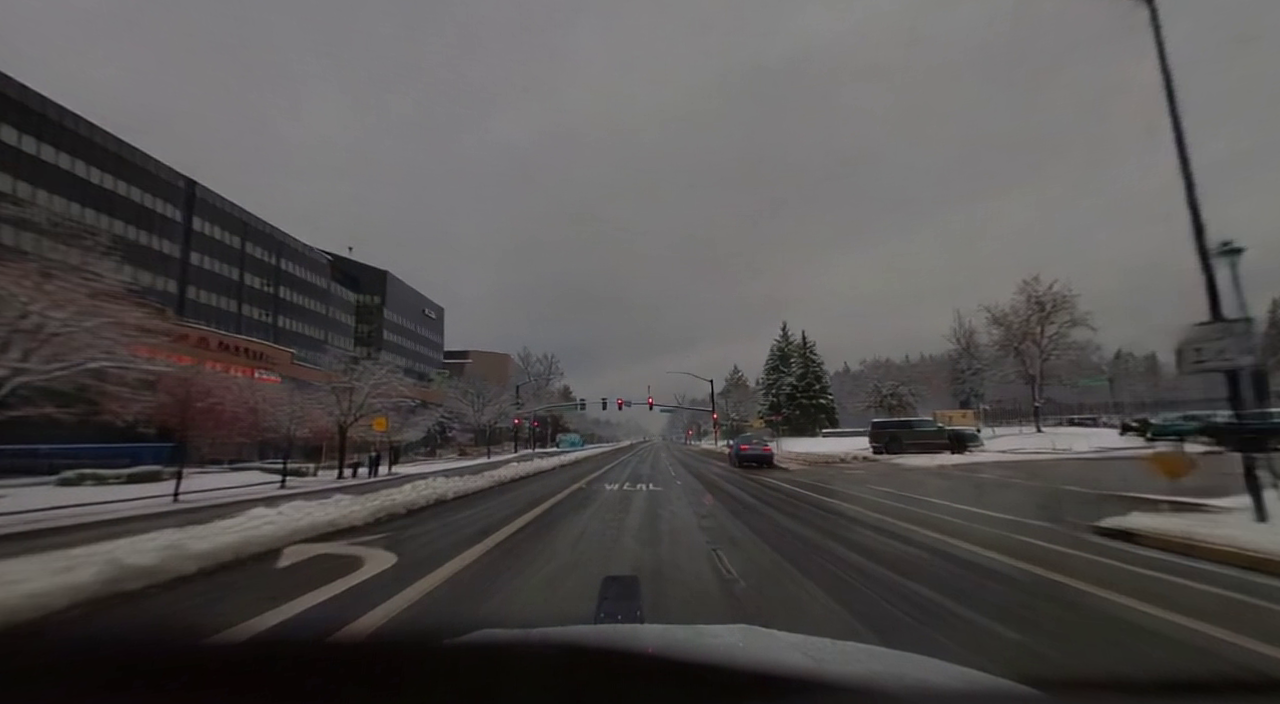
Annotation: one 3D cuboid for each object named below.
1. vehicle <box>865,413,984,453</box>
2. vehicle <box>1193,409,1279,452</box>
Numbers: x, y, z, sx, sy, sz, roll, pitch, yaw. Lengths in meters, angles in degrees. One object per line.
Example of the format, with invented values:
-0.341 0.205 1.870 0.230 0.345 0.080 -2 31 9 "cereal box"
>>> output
16.015 4.618 35.723 5.546 2.117 2.443 0 -8 0 "vehicle"
24.003 2.972 23.627 1.943 1.531 4.579 1 -8 -8 "vehicle"
